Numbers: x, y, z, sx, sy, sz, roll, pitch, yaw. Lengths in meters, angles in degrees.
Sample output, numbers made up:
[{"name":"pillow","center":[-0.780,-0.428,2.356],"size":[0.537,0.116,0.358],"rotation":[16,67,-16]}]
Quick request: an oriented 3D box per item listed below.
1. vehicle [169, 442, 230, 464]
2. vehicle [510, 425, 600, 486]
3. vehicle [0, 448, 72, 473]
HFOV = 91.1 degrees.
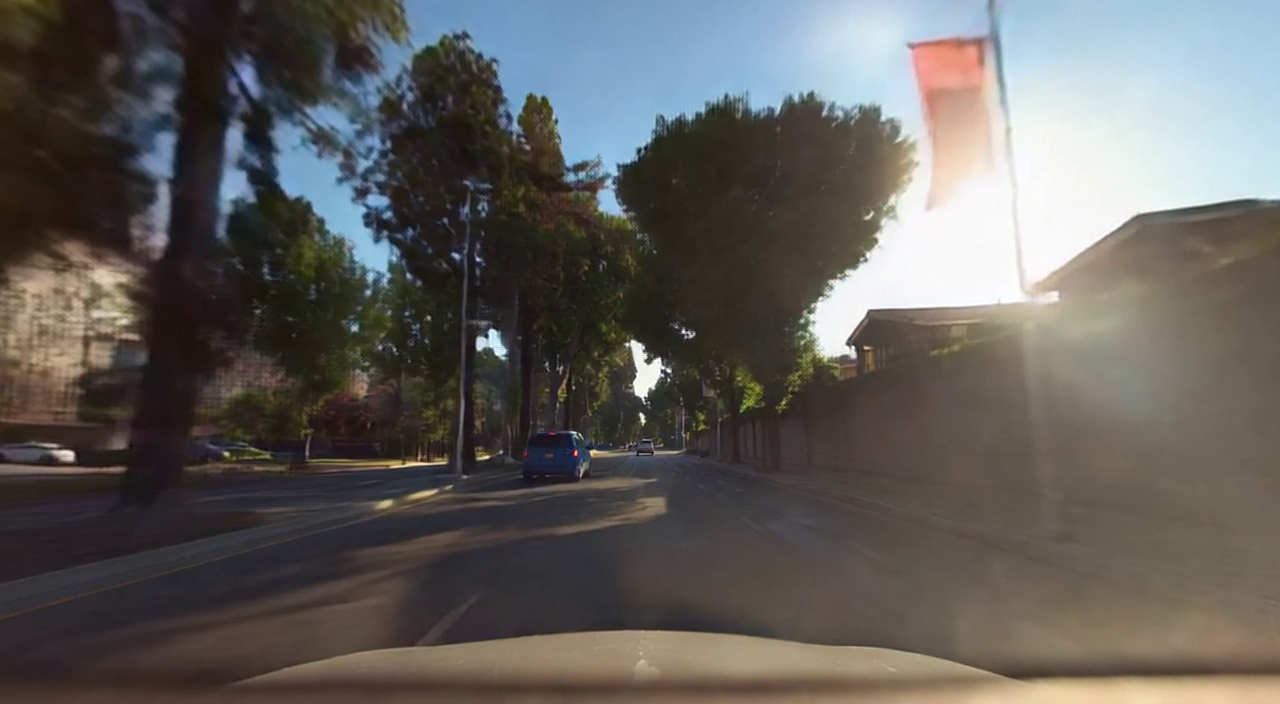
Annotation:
[{"name":"vehicle","center":[-34.667,7.933,49.533],"size":[1.926,1.637,3.948],"rotation":[1,-9,0]},{"name":"vehicle","center":[-2.726,3.486,21.437],"size":[2.281,1.837,4.845],"rotation":[0,-8,2]},{"name":"vehicle","center":[-42.106,7.368,42.887],"size":[4.587,1.638,1.870],"rotation":[1,-9,-4]}]
